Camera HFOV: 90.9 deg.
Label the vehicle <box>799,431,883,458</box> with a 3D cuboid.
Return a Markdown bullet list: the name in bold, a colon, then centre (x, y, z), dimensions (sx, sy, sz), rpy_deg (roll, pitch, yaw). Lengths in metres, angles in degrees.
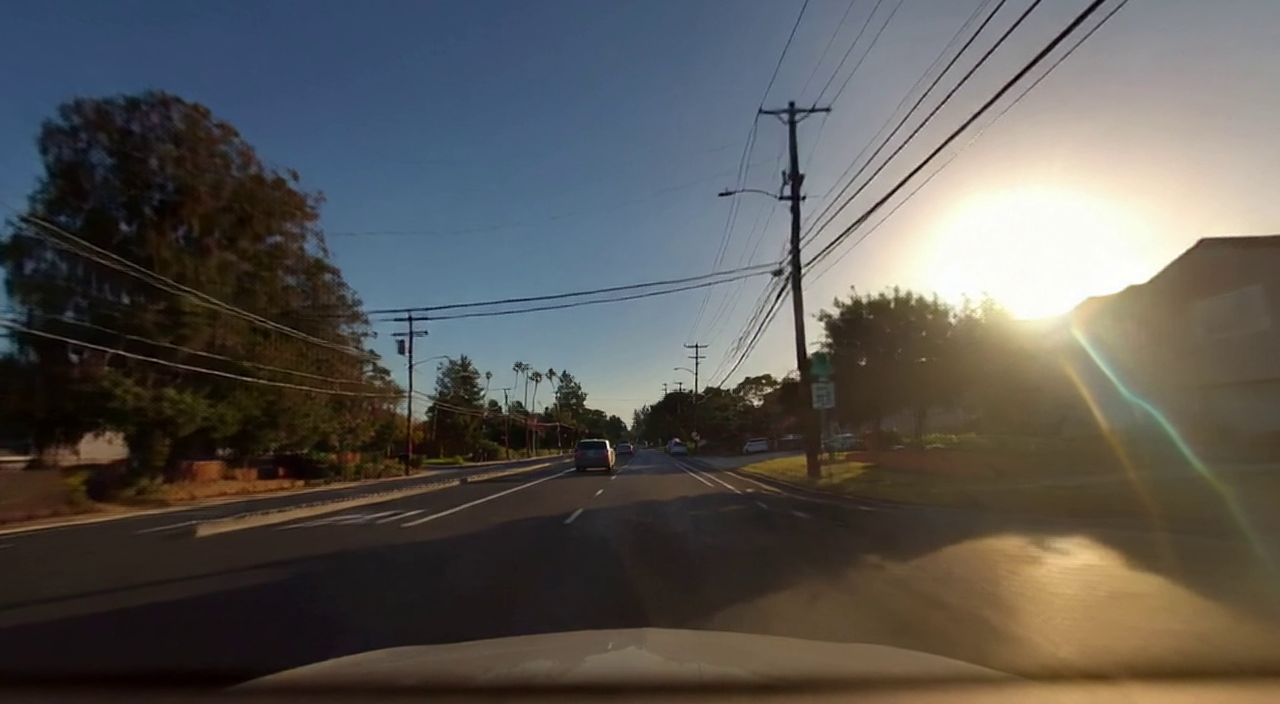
- **vehicle**: centre (12.043, 5.609, 37.975), dimensions (2.212, 1.404, 4.283), rpy_deg (2, -10, -33)

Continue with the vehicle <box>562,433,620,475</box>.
- **vehicle**: centre (-2.317, 5.016, 31.104), dimensions (2.327, 1.861, 4.941), rpy_deg (0, -9, 2)
